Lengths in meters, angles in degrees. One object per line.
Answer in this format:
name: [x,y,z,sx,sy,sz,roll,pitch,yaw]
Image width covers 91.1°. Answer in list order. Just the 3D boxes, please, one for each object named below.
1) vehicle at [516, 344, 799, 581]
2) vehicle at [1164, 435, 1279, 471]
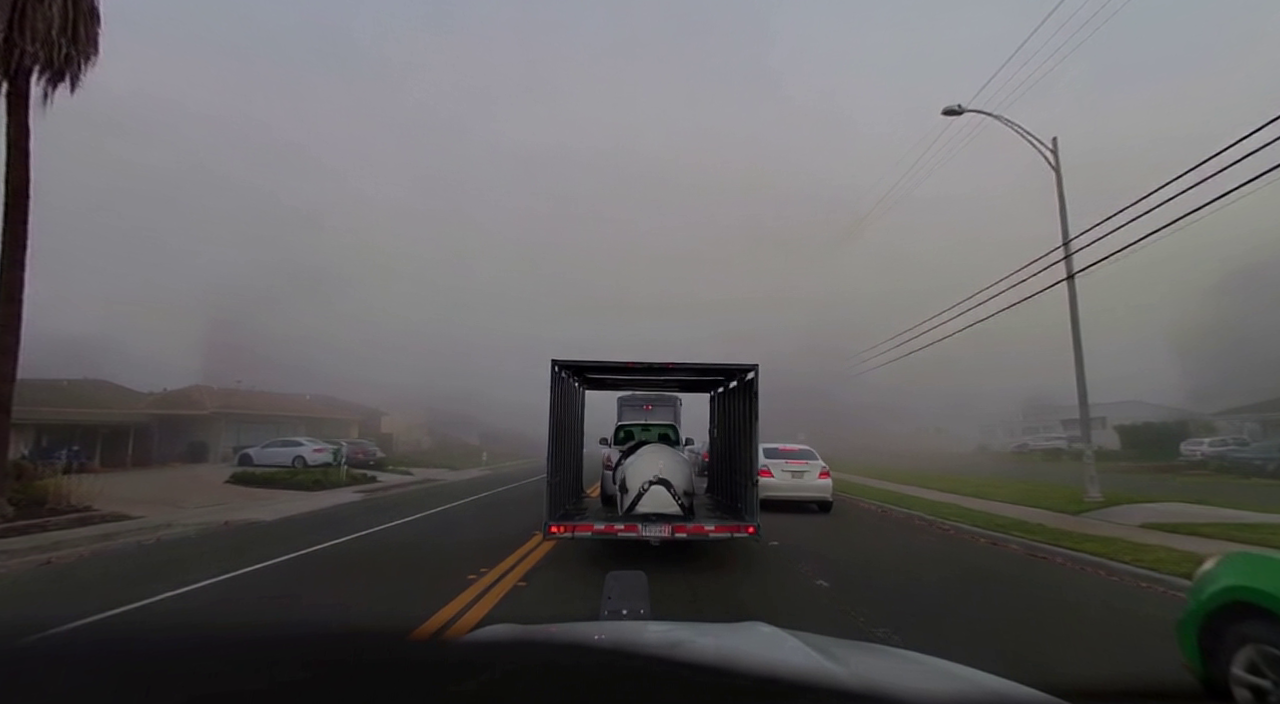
vehicle: [0.185,1.542,9.420,2.728,2.305,6.506,0,-8,0]
vehicle: [28.576,4.890,30.603,4.193,1.633,1.928,-4,-9,26]
